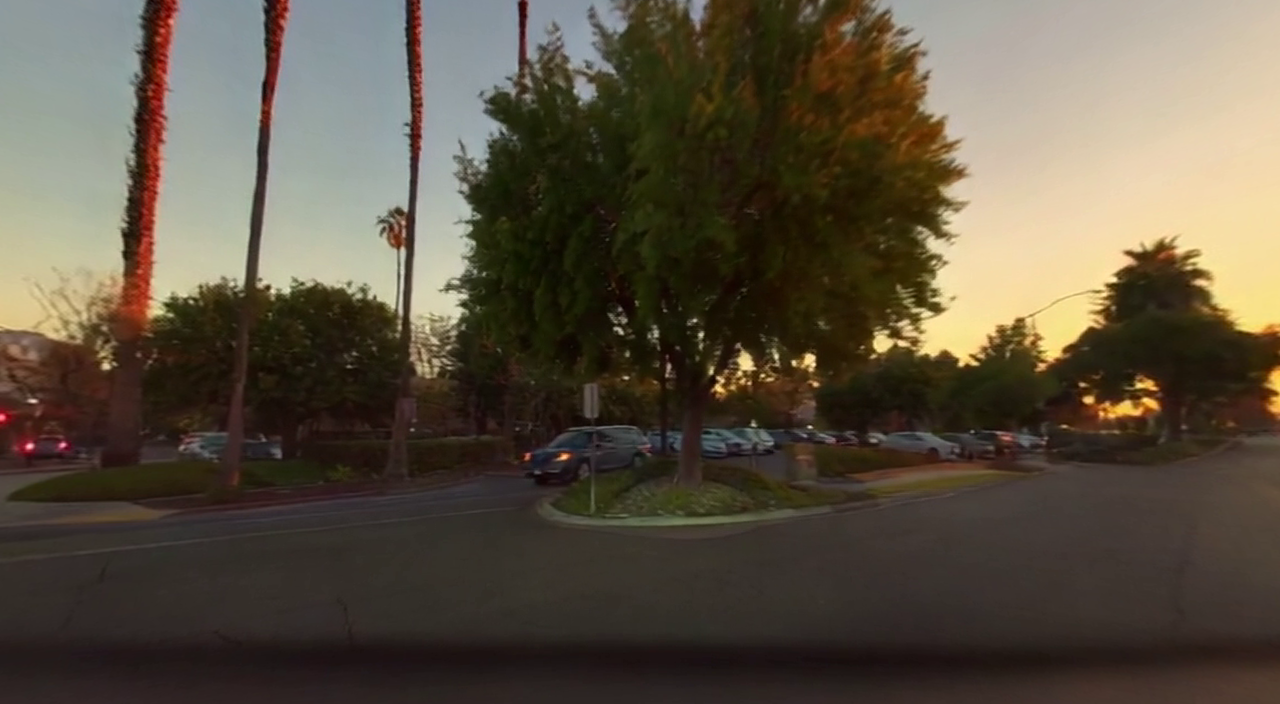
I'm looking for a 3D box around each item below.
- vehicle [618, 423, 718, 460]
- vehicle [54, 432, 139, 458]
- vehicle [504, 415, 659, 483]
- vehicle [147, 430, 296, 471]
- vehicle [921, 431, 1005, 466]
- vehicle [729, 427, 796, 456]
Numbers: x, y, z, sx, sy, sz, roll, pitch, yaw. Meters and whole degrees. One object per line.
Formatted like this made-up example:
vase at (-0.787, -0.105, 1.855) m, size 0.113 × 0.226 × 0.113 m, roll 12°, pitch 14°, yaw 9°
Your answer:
vehicle at (1.410, 4.840, 33.939) m, size 5.193 × 1.830 × 2.049 m, roll -7°, pitch -11°, yaw 40°
vehicle at (-42.367, 7.246, 49.307) m, size 4.998 × 1.924 × 2.262 m, roll -2°, pitch -9°, yaw 11°
vehicle at (-1.712, 3.048, 19.918) m, size 2.174 × 1.863 × 4.651 m, roll -7°, pitch -11°, yaw 40°
vehicle at (-17.228, 4.083, 26.231) m, size 1.919 × 1.502 × 4.695 m, roll -7°, pitch -11°, yaw 38°
vehicle at (17.079, 5.066, 33.463) m, size 3.635 × 1.521 × 1.726 m, roll -3°, pitch -6°, yaw 39°
vehicle at (8.126, 5.981, 42.130) m, size 3.928 × 1.784 × 1.895 m, roll -8°, pitch -12°, yaw 41°
